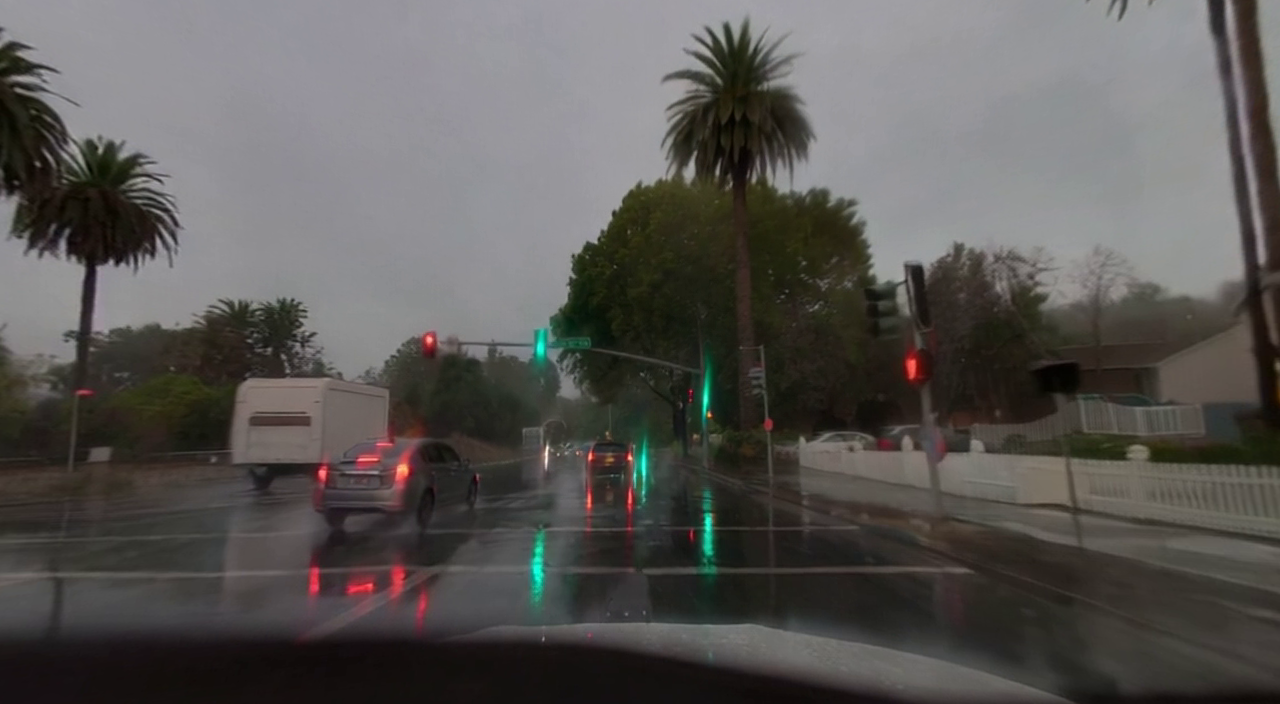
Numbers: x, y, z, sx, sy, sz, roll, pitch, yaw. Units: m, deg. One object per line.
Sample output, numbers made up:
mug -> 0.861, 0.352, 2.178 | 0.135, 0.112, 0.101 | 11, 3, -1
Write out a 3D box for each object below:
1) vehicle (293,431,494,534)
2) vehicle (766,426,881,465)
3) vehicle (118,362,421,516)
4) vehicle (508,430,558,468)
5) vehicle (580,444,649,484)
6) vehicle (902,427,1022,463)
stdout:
vehicle -> -4.004, 2.168, 11.131 | 1.709, 1.425, 4.337 | -1, -8, 1
vehicle -> 8.709, 4.442, 30.029 | 4.742, 1.690, 2.218 | 2, -9, -18
vehicle -> -7.719, 2.013, 14.561 | 2.821, 2.701, 6.721 | 0, -8, 1
vehicle -> -5.663, 5.195, 33.903 | 2.032, 1.852, 4.571 | -1, -8, -1
vehicle -> -0.869, 3.764, 21.569 | 2.131, 1.222, 3.868 | 0, -8, -3
vehicle -> 14.667, 4.227, 28.810 | 4.615, 1.555, 2.021 | 2, -9, -15
